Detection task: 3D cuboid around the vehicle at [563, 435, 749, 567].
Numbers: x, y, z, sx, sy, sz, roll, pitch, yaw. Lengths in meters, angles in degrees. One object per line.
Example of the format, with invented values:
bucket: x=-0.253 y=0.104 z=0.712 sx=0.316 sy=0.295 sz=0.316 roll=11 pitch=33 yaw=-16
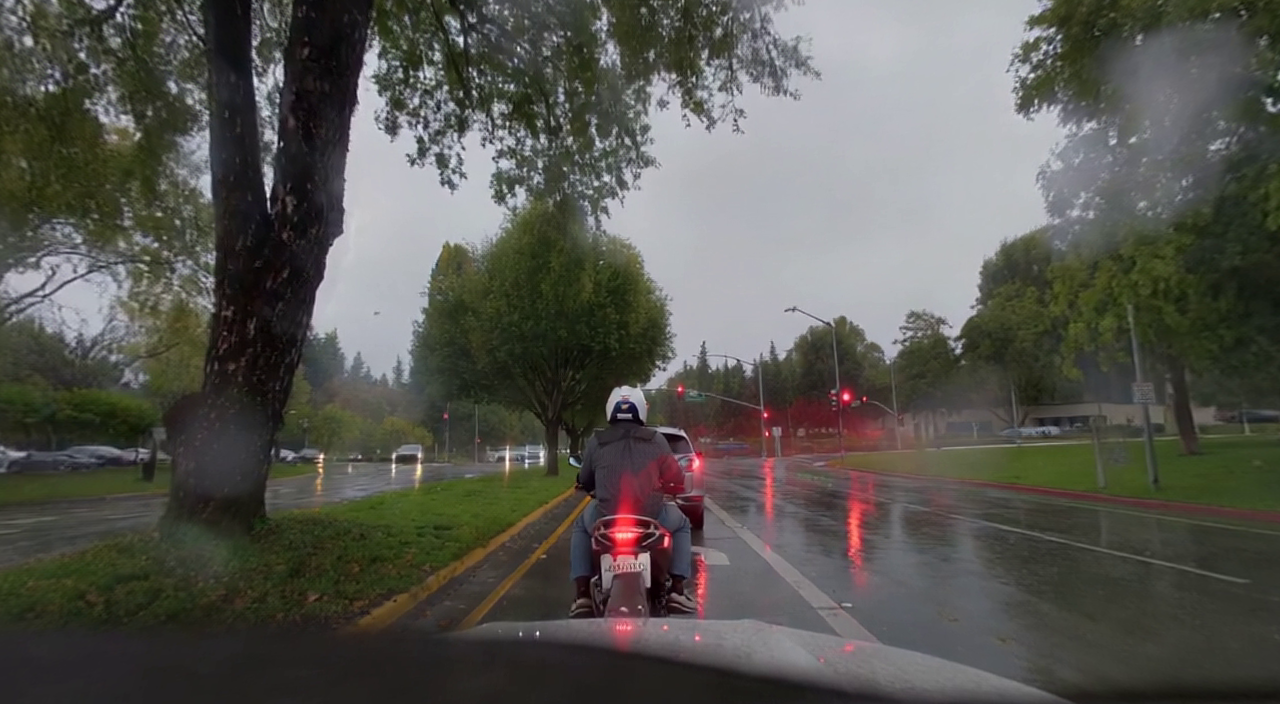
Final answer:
vehicle: x=0.131 y=1.999 z=9.388 sx=2.093 sy=1.450 sz=4.437 roll=0 pitch=-8 yaw=-1
